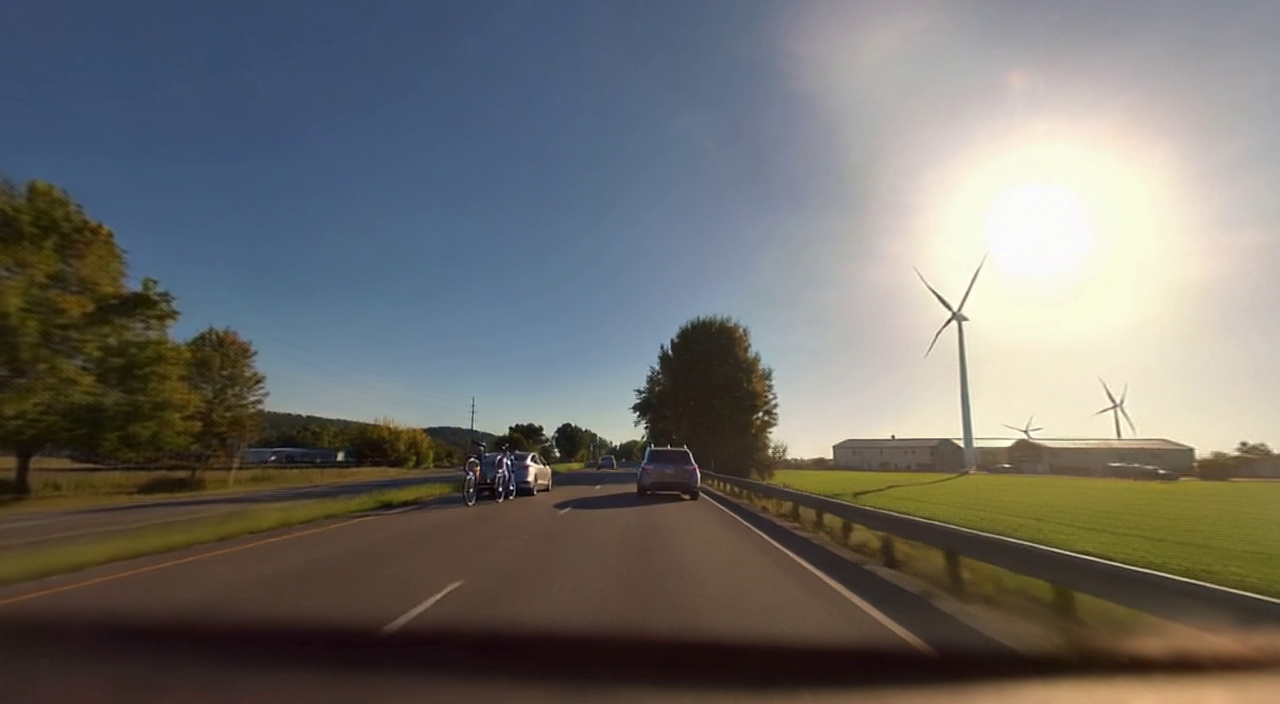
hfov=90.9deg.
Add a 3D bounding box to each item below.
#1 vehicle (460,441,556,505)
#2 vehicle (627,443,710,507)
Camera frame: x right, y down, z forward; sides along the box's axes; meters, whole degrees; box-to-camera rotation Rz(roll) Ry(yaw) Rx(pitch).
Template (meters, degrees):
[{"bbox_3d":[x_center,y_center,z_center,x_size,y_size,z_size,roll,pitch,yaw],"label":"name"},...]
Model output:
[{"bbox_3d":[-3.845,3.583,19.071,1.962,1.681,4.033,0,-9,1],"label":"vehicle"},{"bbox_3d":[0.705,3.421,17.891,2.063,1.582,3.955,0,-9,0],"label":"vehicle"}]
